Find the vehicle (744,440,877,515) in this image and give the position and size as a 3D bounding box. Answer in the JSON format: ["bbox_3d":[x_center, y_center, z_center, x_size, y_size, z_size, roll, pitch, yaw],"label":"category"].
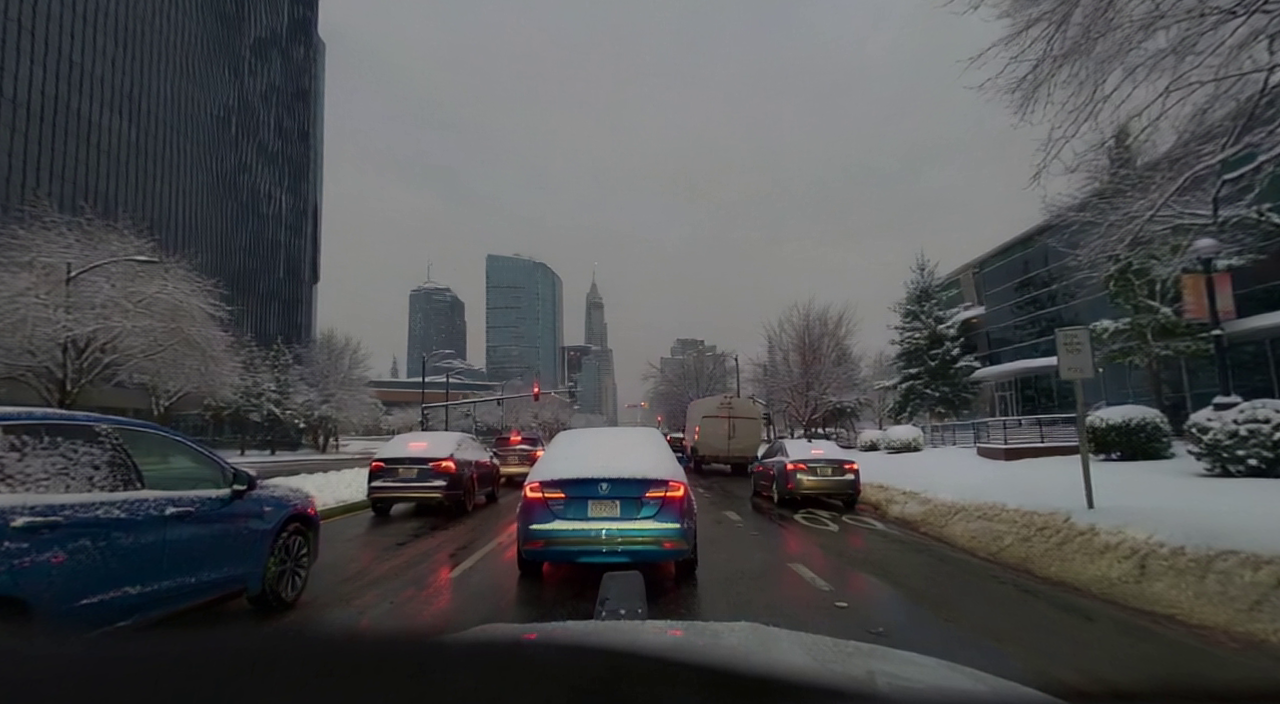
[{"bbox_3d":[3.853,2.896,15.083,1.940,1.514,4.187,0,-9,-1],"label":"vehicle"}]

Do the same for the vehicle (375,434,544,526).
[{"bbox_3d":[-3.331,2.462,12.718,2.044,1.508,4.479,0,-9,1],"label":"vehicle"}]

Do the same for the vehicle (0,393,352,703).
[{"bbox_3d":[-3.550,1.076,3.508,1.933,1.520,4.195,0,-9,-1],"label":"vehicle"}]

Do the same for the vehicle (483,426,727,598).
[{"bbox_3d":[-0.254,1.752,7.867,2.174,1.509,4.374,0,-9,2],"label":"vehicle"}]
